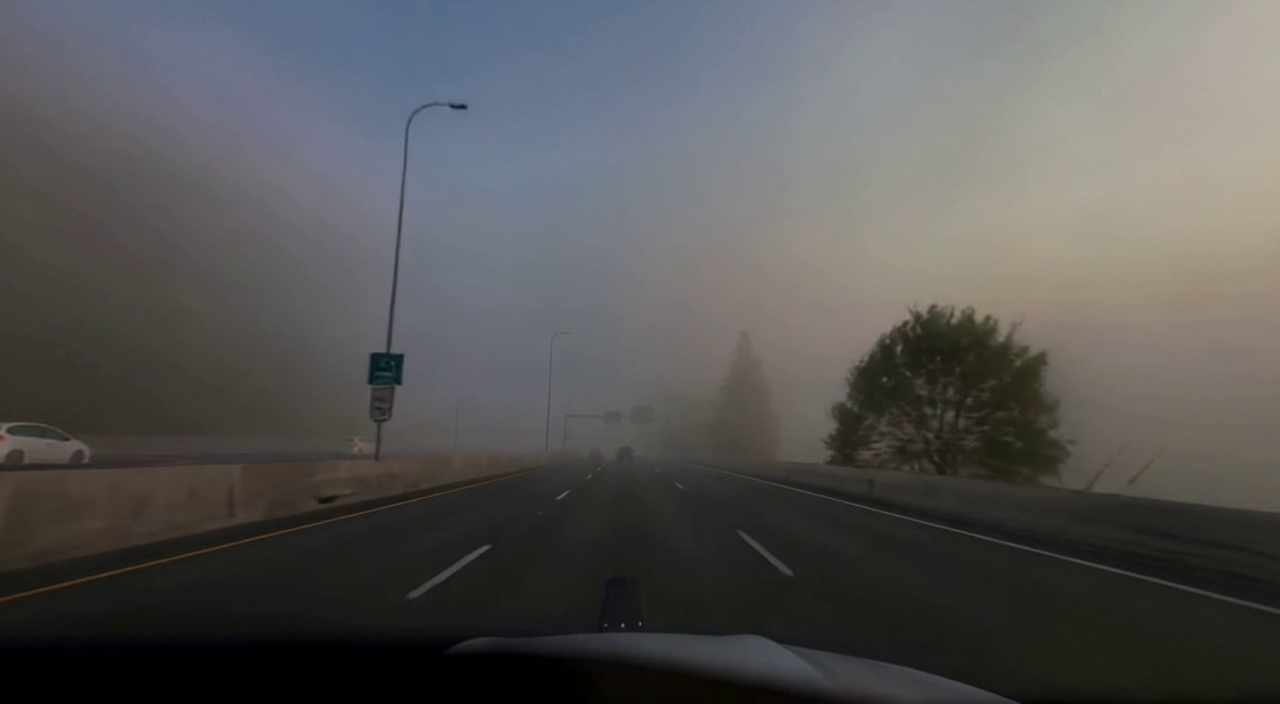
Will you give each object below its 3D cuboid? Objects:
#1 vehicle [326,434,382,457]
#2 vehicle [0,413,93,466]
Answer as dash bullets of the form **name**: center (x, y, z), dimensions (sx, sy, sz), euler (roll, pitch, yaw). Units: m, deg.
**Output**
- **vehicle**: center (-19.708, 6.478, 43.558), dimensions (1.901, 1.465, 4.173), euler (0, -9, 0)
- **vehicle**: center (-19.181, 2.669, 19.114), dimensions (1.879, 1.492, 3.607), euler (0, -9, -1)
